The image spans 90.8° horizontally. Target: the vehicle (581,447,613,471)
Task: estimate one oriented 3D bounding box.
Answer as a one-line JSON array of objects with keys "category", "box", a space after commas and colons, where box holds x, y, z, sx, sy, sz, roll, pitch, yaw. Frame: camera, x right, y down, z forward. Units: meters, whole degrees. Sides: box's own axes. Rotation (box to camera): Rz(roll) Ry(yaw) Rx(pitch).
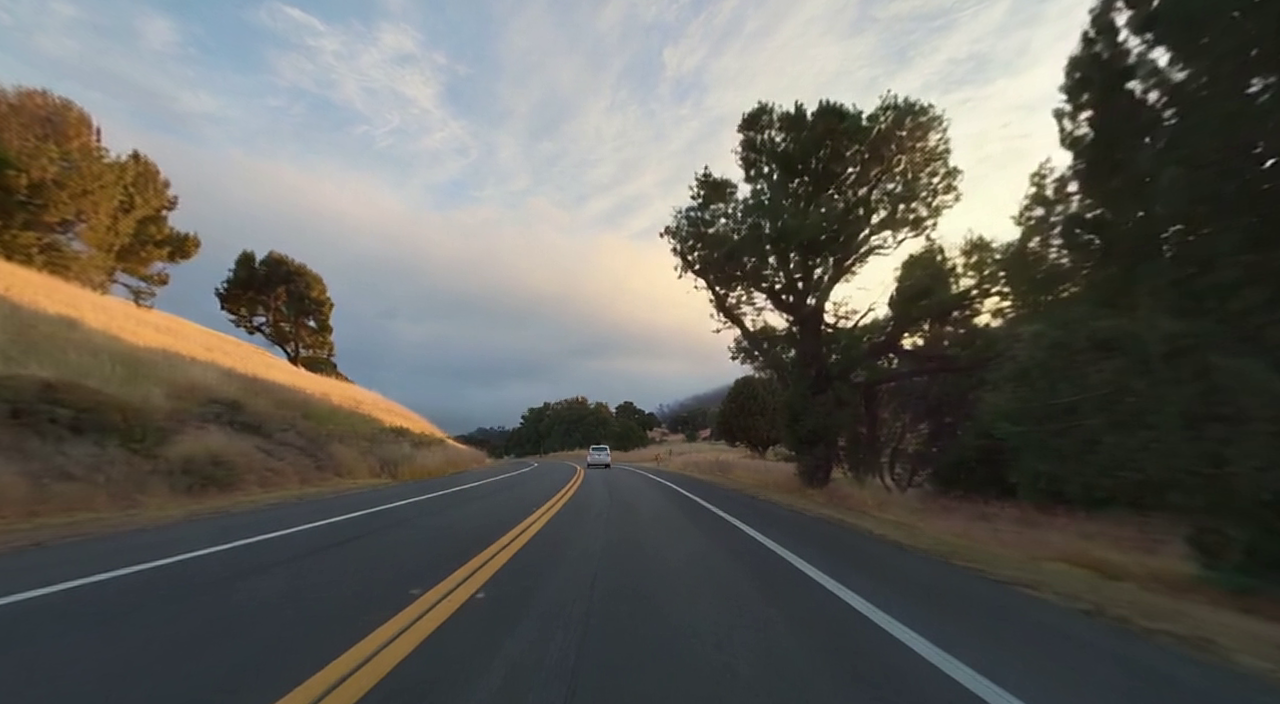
[{"category": "vehicle", "box": [-3.390, 8.241, 49.000, 2.195, 1.749, 4.260, 1, -9, -8]}]
